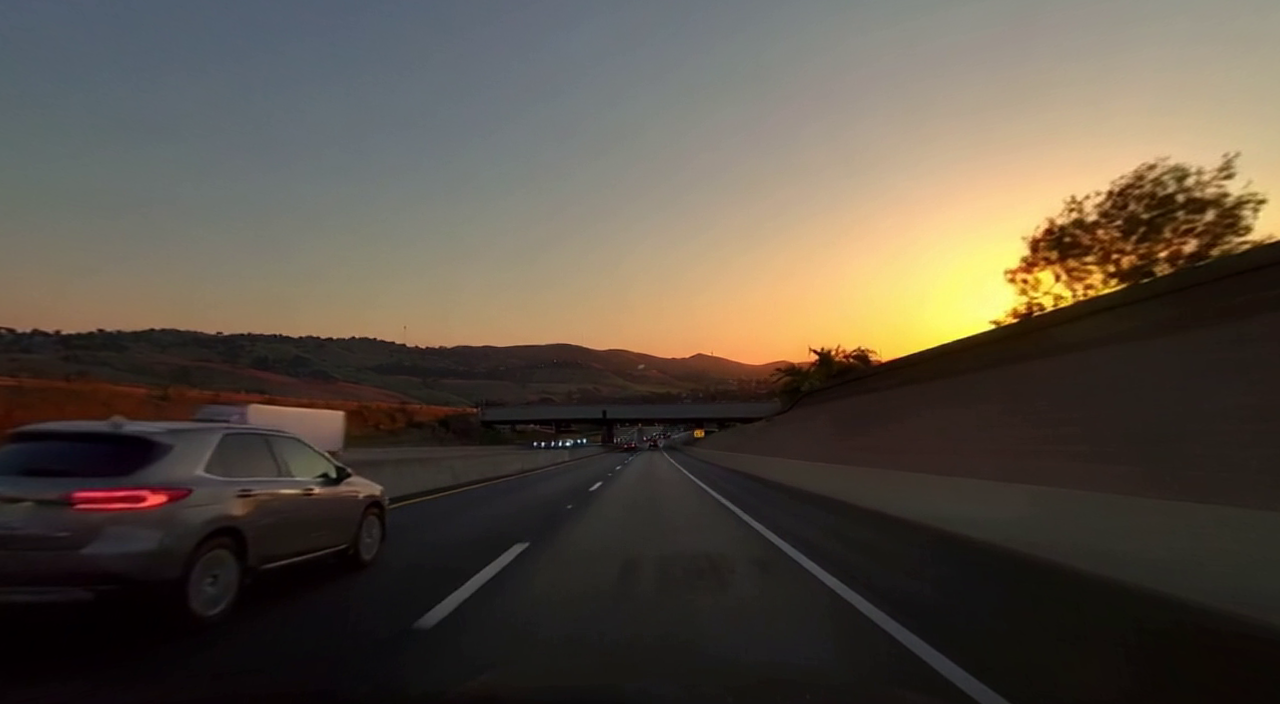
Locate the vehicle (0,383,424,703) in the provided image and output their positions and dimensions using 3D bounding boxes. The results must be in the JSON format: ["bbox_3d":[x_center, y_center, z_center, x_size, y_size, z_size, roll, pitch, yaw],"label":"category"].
[{"bbox_3d":[-3.759,1.306,5.247,2.122,1.632,4.690,0,-8,2],"label":"vehicle"}]
